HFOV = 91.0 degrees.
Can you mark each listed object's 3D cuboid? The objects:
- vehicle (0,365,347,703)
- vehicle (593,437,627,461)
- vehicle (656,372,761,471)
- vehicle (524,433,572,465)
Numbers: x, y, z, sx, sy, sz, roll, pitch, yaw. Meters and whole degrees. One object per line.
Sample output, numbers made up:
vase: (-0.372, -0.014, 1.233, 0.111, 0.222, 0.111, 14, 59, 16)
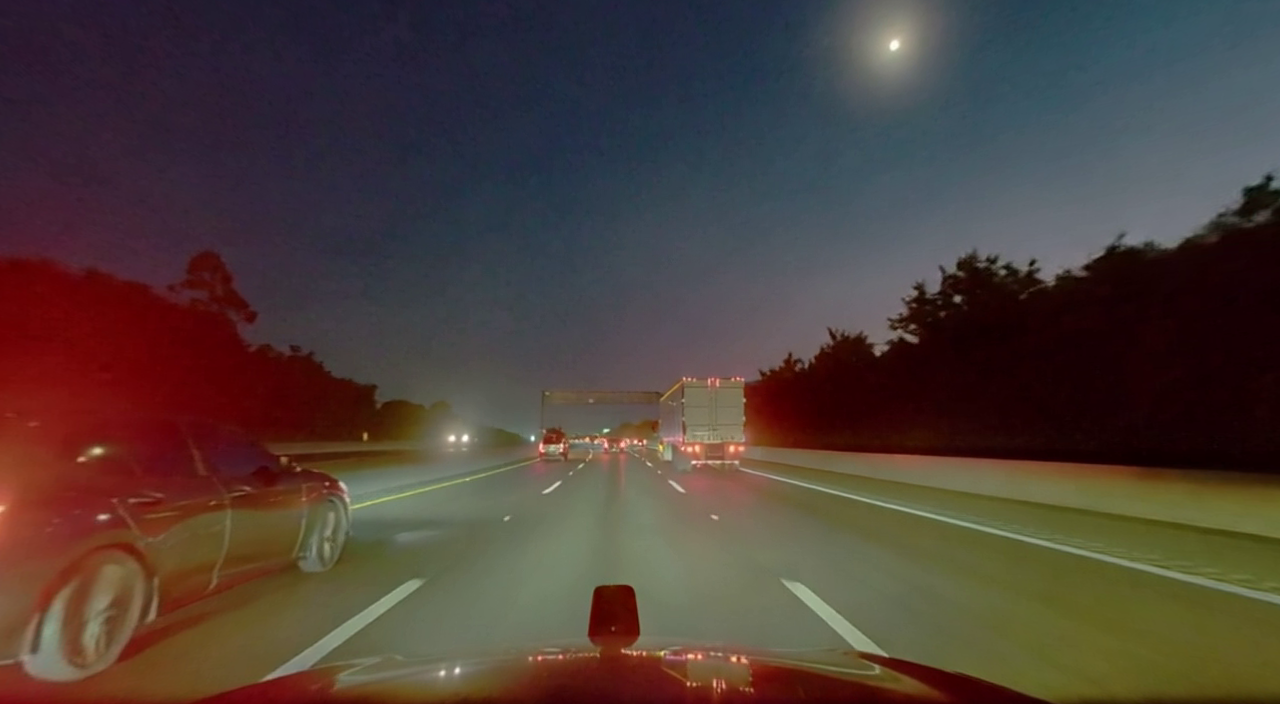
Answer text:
vehicle: (-4.138, 1.103, 4.300, 2.213, 1.650, 4.403, 0, -8, -1)
vehicle: (-2.086, 6.531, 42.528, 2.125, 1.542, 3.816, 0, -8, -5)
vehicle: (2.984, 3.825, 32.794, 3.301, 4.034, 13.722, 0, -8, -3)
vehicle: (-5.359, 5.726, 37.218, 2.377, 1.747, 4.703, 0, -8, -3)
